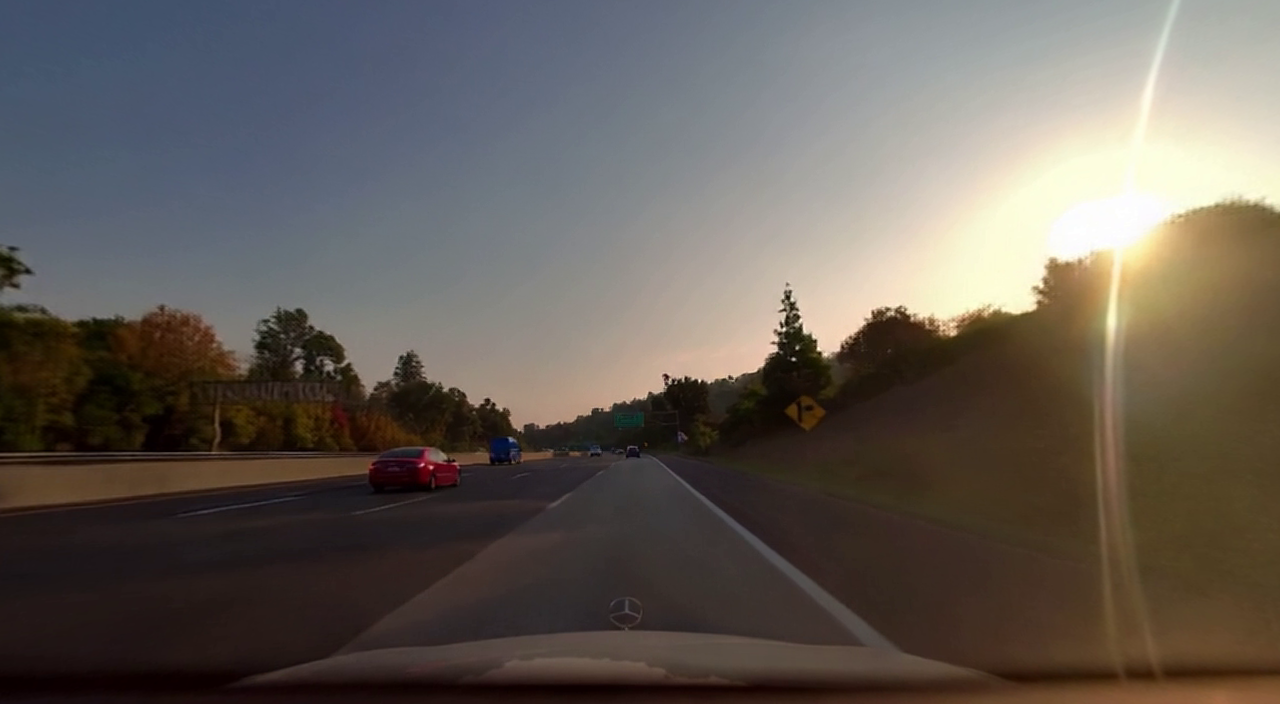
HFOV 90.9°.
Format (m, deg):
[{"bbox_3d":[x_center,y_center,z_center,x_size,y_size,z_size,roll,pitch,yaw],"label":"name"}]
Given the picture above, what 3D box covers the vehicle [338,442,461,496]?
[{"bbox_3d":[-7.399,3.636,20.031,1.981,1.486,4.735,0,-8,1],"label":"vehicle"}]
